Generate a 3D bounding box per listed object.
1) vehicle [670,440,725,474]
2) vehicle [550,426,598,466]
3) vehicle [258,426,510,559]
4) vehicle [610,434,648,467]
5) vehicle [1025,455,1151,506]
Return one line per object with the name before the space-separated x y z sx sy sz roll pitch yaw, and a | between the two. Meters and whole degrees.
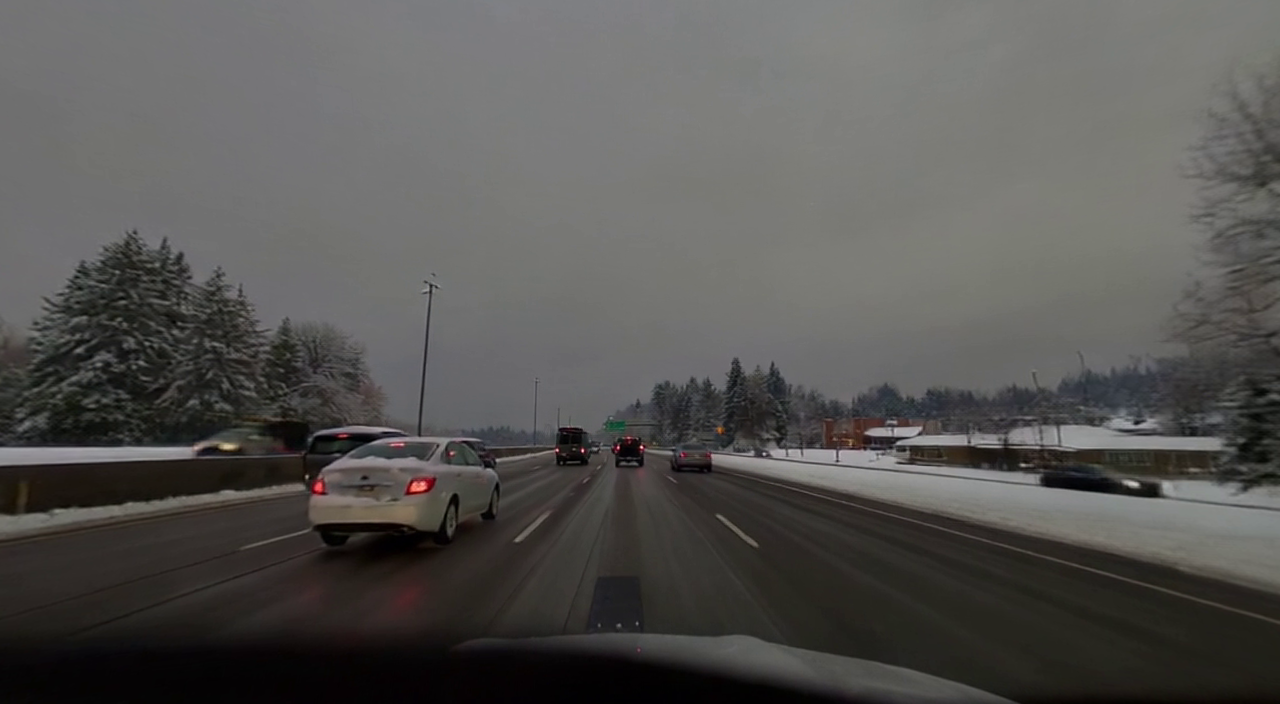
vehicle | 2.660 5.038 30.354 2.127 1.513 4.501 0 -9 -1
vehicle | -4.010 5.904 39.484 2.504 2.276 5.933 0 -9 -1
vehicle | -3.377 1.937 9.372 1.963 1.507 4.172 0 -9 0
vehicle | -0.654 5.928 37.913 2.207 1.807 4.199 0 -9 -1
vehicle | 14.533 4.147 20.660 1.578 1.407 3.414 2 -8 -1
